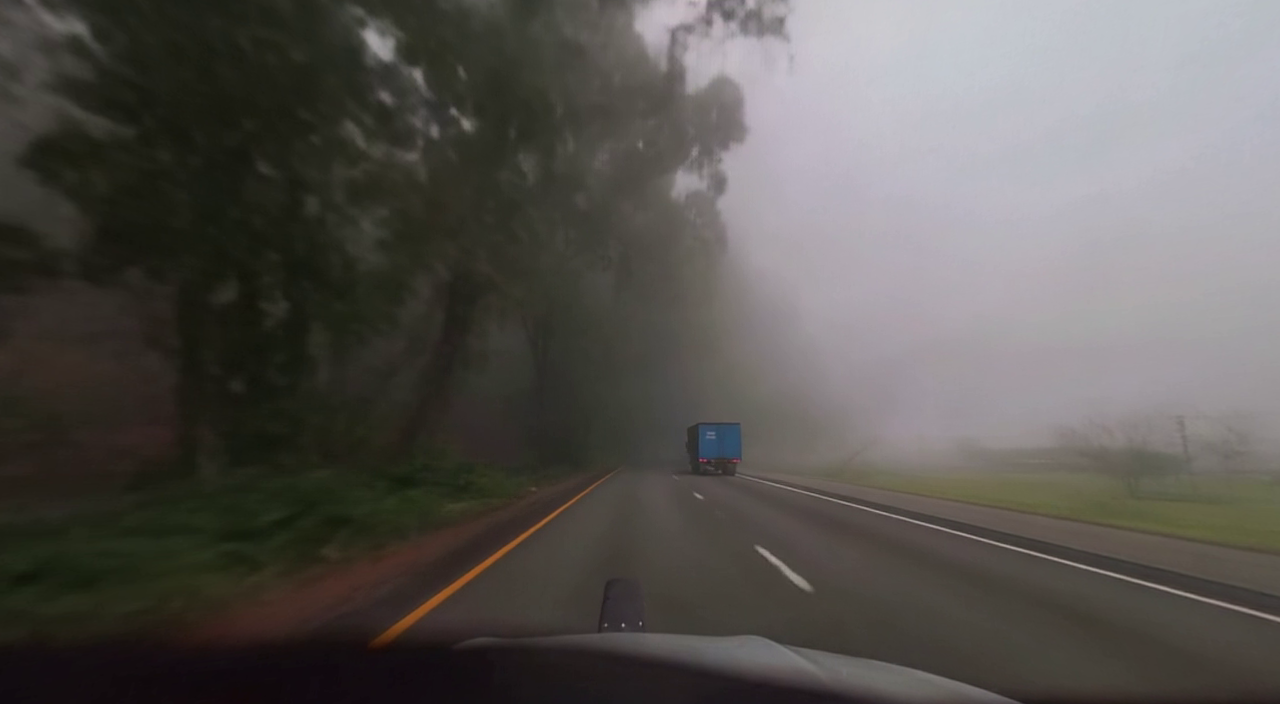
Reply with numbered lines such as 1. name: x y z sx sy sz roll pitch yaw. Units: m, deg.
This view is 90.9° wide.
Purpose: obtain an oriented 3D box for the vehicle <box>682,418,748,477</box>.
1. vehicle: 3.761 5.010 32.983 2.572 2.795 5.978 0 -9 -1
